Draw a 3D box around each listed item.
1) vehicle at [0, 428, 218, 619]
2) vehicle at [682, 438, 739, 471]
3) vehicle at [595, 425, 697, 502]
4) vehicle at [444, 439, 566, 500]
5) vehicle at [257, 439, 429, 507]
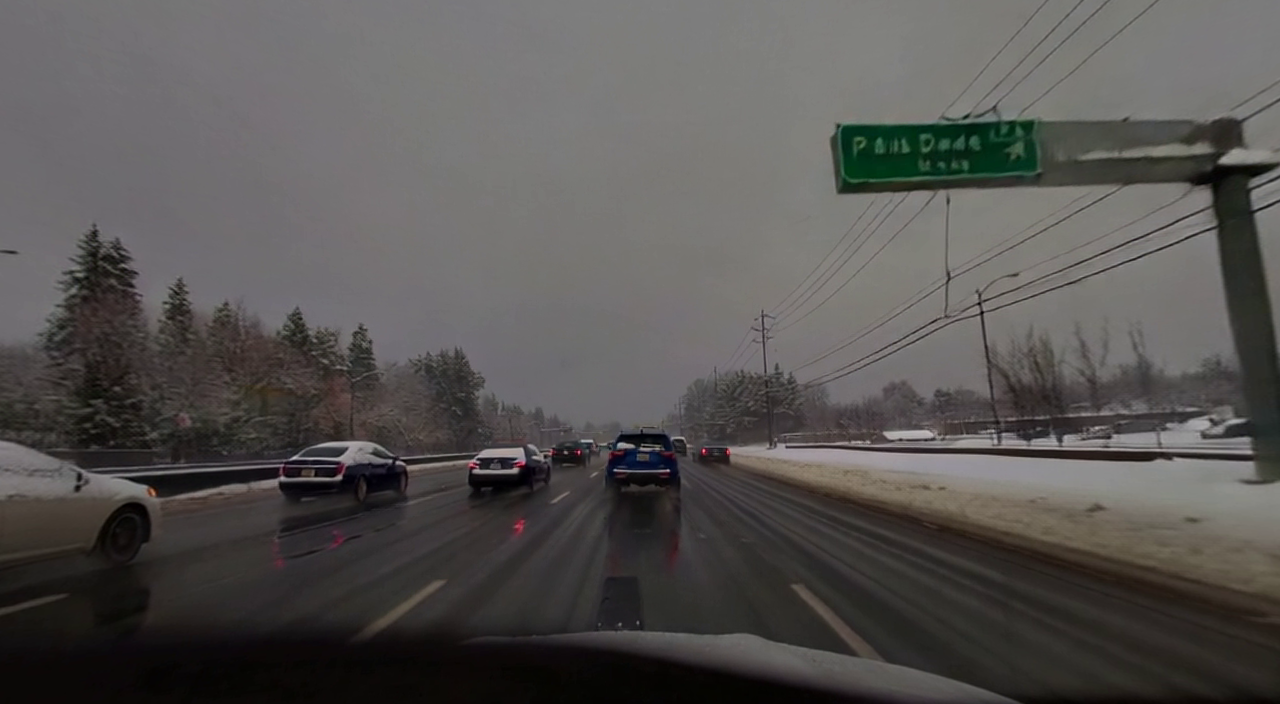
[{"bbox_3d":[-5.890,1.357,5.145,1.958,1.447,4.454,0,-8,-2],"label":"vehicle"},{"bbox_3d":[3.327,4.928,30.680,2.197,1.464,4.356,0,-8,-1],"label":"vehicle"},{"bbox_3d":[0.154,2.808,16.241,2.284,1.699,4.168,0,-8,0],"label":"vehicle"},{"bbox_3d":[-3.474,3.134,17.343,2.203,1.425,4.610,0,-8,2],"label":"vehicle"},{"bbox_3d":[-7.104,2.914,15.789,1.959,1.435,4.719,0,-8,1],"label":"vehicle"}]
